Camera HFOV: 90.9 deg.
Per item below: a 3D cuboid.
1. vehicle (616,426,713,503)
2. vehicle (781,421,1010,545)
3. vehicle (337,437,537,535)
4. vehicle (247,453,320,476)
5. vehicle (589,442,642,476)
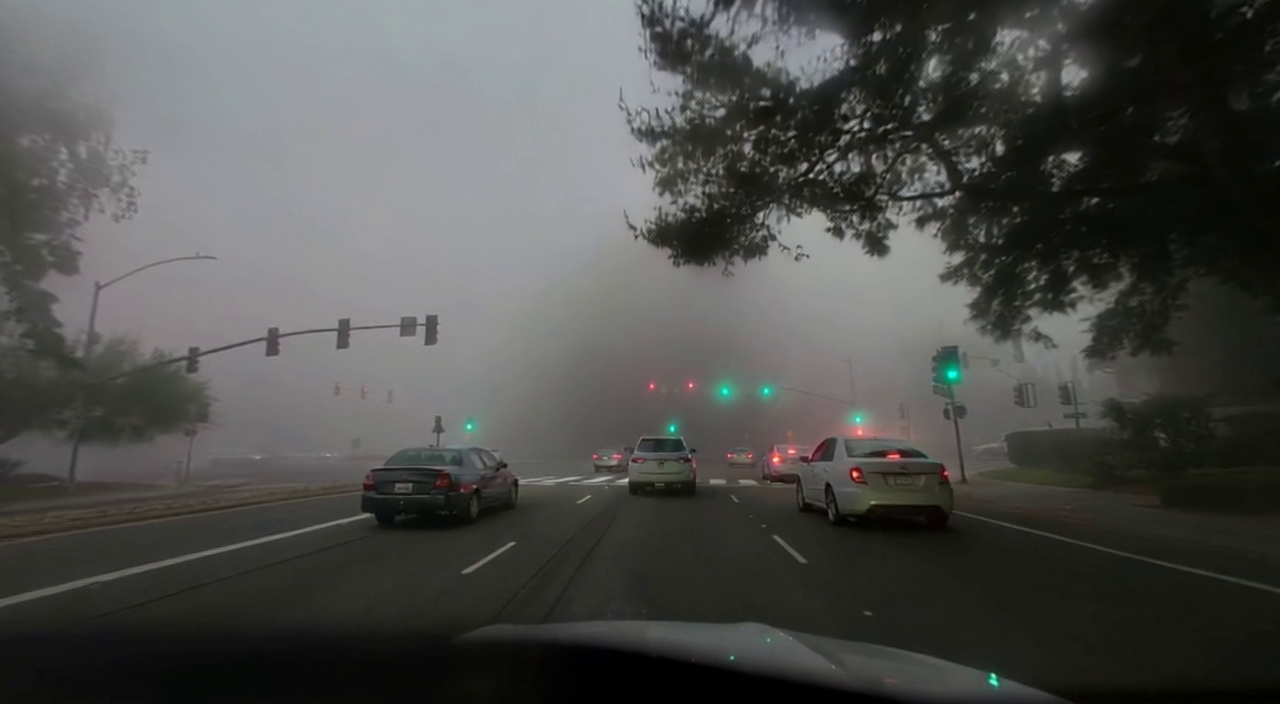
[{"bbox_3d":[0.755,2.959,16.952,2.250,1.768,4.574,-1,-9,5],"label":"vehicle"},{"bbox_3d":[3.921,2.100,10.786,2.106,1.636,4.655,0,-9,2],"label":"vehicle"},{"bbox_3d":[-3.464,2.373,11.896,2.006,1.464,4.586,-1,-9,4],"label":"vehicle"},{"bbox_3d":[-27.649,8.729,48.944,4.711,1.661,1.990,-2,-9,13],"label":"vehicle"},{"bbox_3d":[-1.121,5.182,30.778,1.951,1.492,4.095,-1,-9,7],"label":"vehicle"}]
